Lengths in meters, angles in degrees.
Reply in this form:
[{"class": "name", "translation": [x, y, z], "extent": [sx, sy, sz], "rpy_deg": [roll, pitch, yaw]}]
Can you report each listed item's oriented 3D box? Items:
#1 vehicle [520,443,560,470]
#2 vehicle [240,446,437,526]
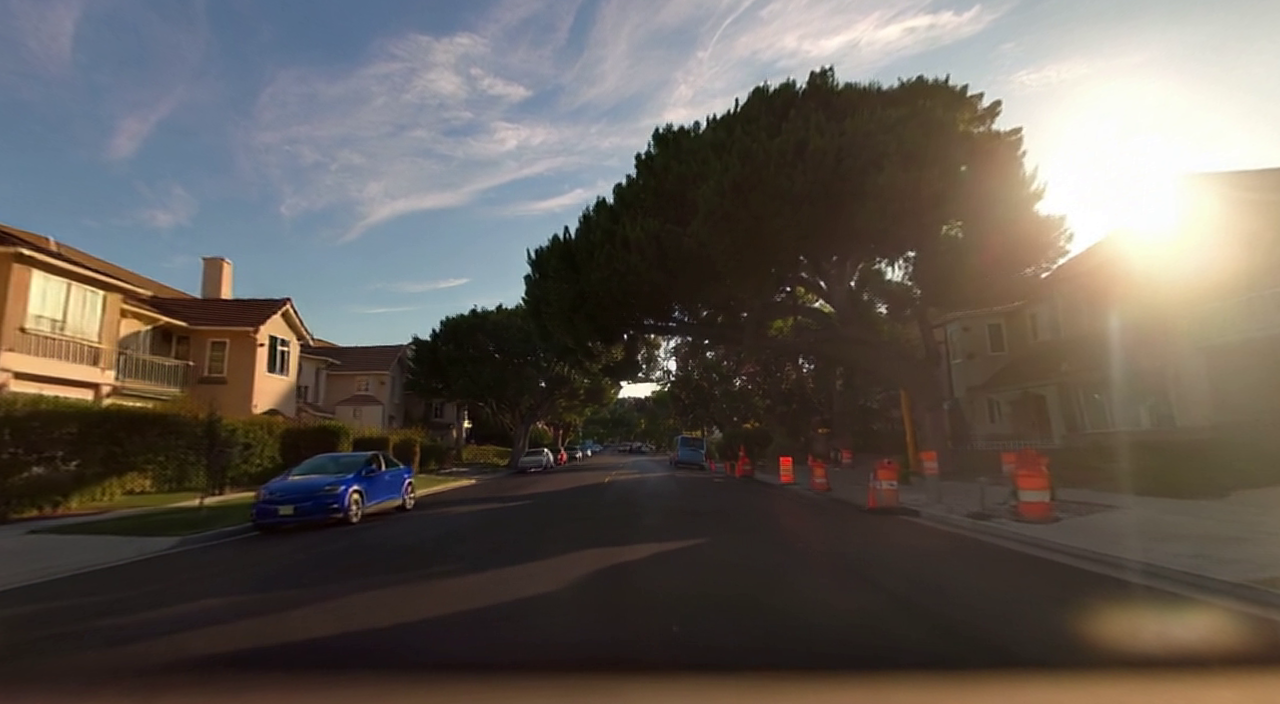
[{"class": "vehicle", "translation": [-6.540, 6.870, 41.621], "extent": [1.957, 1.608, 4.476], "rpy_deg": [0, -8, -1]}, {"class": "vehicle", "translation": [-6.486, 2.898, 14.299], "extent": [2.137, 1.481, 4.503], "rpy_deg": [-1, -8, 2]}]
